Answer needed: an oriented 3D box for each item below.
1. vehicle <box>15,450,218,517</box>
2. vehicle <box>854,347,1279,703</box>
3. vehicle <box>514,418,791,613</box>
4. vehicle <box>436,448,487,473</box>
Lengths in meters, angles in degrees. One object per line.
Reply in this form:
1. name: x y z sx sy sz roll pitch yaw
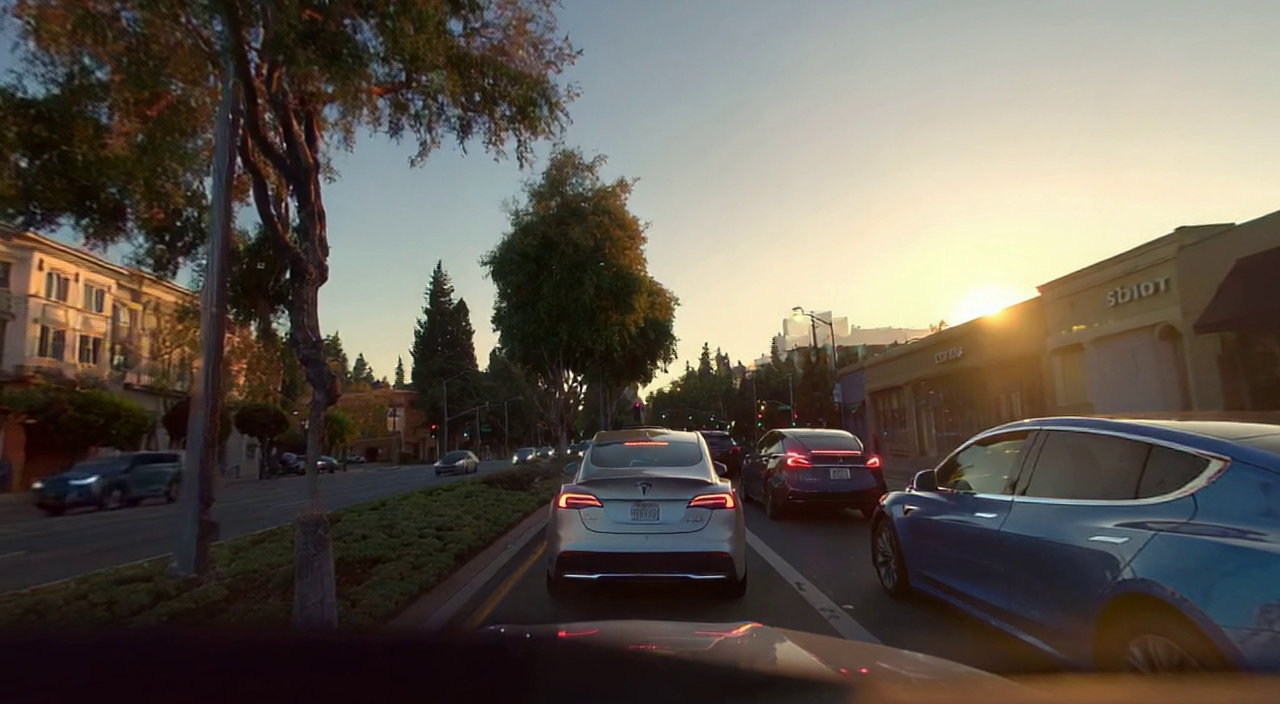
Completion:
1. vehicle: -14.902 3.714 18.387 2.005 1.630 4.556 0 -8 0
2. vehicle: 3.181 1.096 4.034 2.038 1.651 4.455 0 -8 0
3. vehicle: 0.105 1.556 6.912 2.137 1.488 3.938 0 -8 0
4. vehicle: -11.438 6.961 40.696 1.892 1.479 4.355 -1 -8 3
